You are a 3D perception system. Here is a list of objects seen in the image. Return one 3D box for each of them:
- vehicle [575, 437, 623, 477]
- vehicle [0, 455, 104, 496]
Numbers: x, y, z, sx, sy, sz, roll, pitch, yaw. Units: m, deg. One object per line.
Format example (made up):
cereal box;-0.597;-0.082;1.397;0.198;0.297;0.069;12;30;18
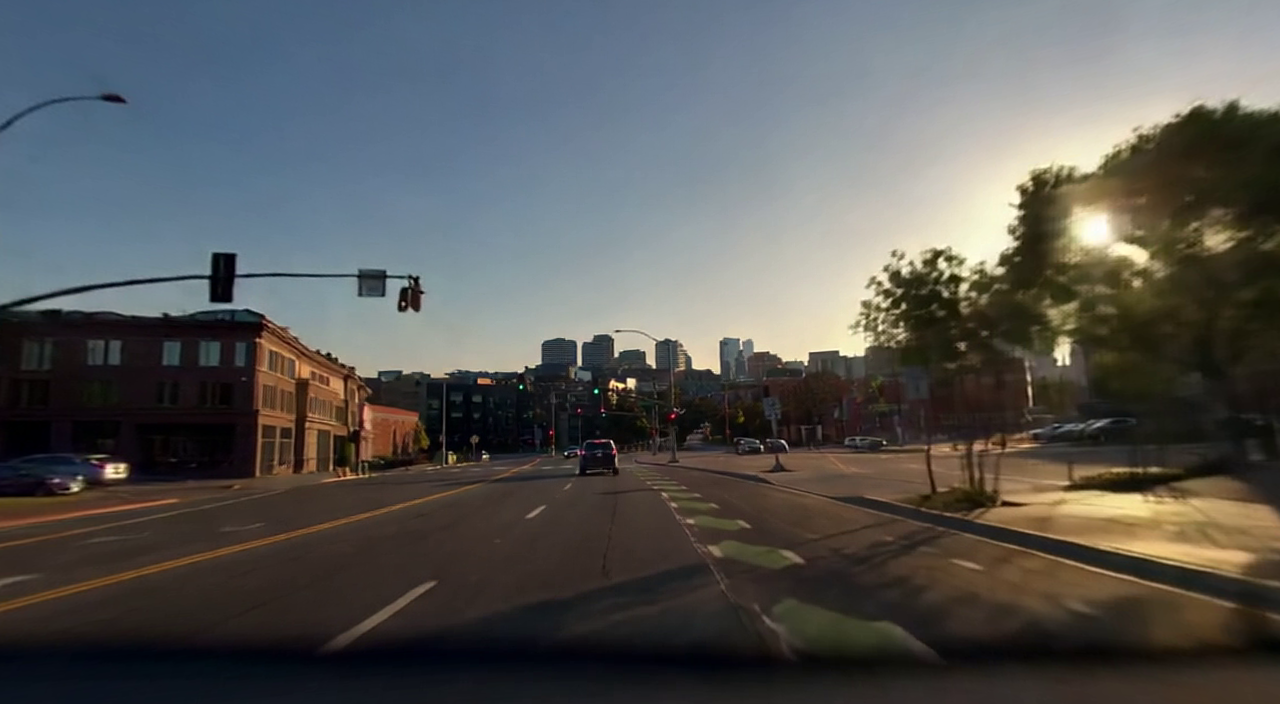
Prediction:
vehicle;-2.035;5.151;31.371;2.230;1.827;4.298;0;-8;-4
vehicle;-25.896;5.198;26.876;1.876;1.503;4.910;0;-8;0
